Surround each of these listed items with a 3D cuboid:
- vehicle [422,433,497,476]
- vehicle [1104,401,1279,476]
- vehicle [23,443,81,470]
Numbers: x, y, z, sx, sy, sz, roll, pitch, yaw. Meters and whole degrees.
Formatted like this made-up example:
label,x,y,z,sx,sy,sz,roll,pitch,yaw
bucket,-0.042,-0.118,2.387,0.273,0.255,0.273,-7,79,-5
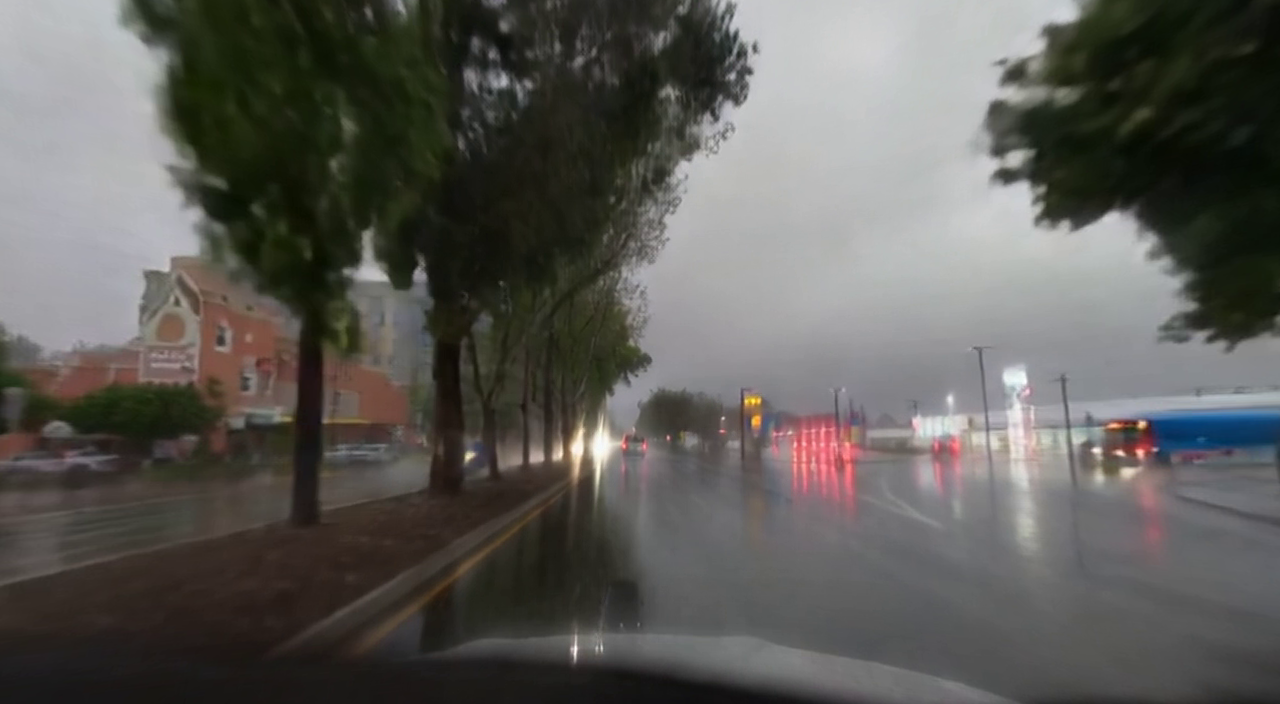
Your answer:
label,x,y,z,sx,sy,sz,roll,pitch,yaw
vehicle,-7.759,4.438,27.638,2.008,1.701,4.430,1,-8,-1
vehicle,25.798,3.917,28.401,8.606,3.093,2.803,2,-8,-13
vehicle,-39.483,6.934,42.347,5.533,1.639,2.403,-7,-11,44
